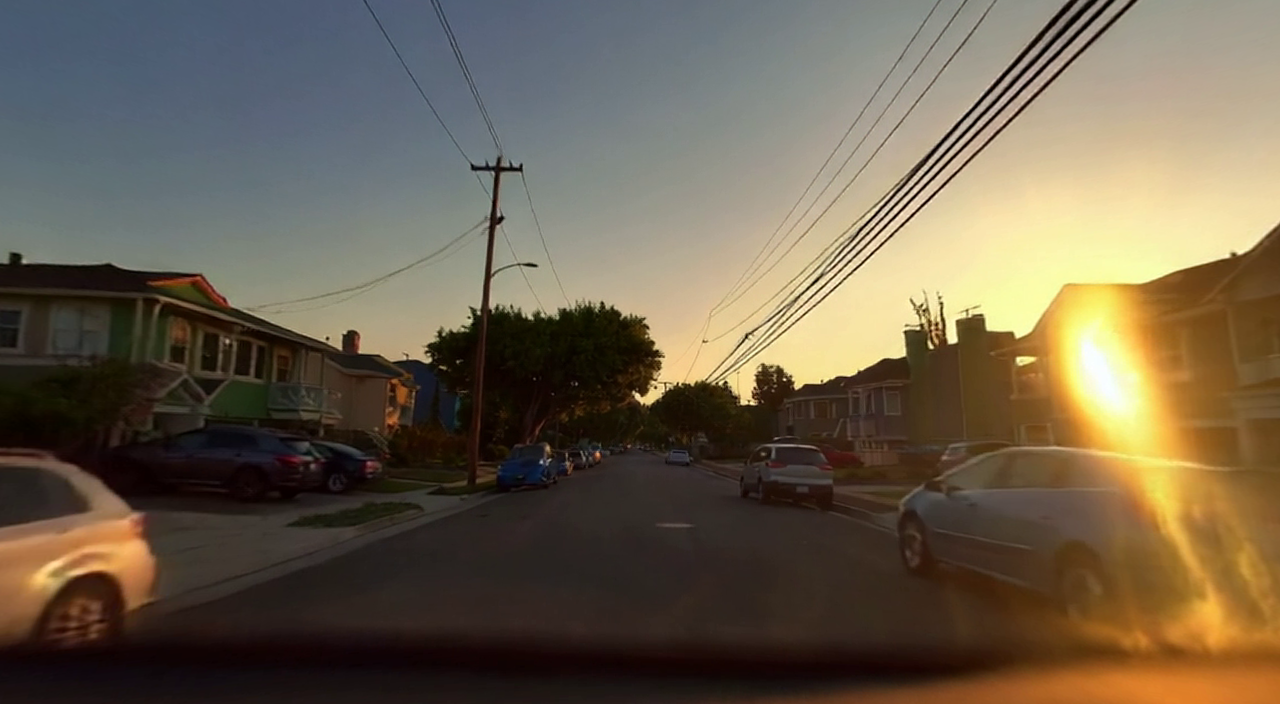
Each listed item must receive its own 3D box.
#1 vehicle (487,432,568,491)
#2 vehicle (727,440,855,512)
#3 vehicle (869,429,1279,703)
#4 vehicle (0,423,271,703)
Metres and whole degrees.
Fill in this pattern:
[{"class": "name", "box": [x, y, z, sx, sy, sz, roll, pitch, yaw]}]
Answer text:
[{"class": "vehicle", "box": [-3.973, 3.972, 23.255, 2.057, 1.887, 5.053, 0, -9, 0]}, {"class": "vehicle", "box": [3.587, 3.017, 15.939, 2.019, 1.536, 4.405, 0, -9, -2]}, {"class": "vehicle", "box": [3.726, 1.410, 5.034, 1.862, 1.452, 4.737, 0, -9, -2]}, {"class": "vehicle", "box": [-3.780, 1.015, 2.533, 1.971, 1.460, 4.523, 0, -9, -2]}]
